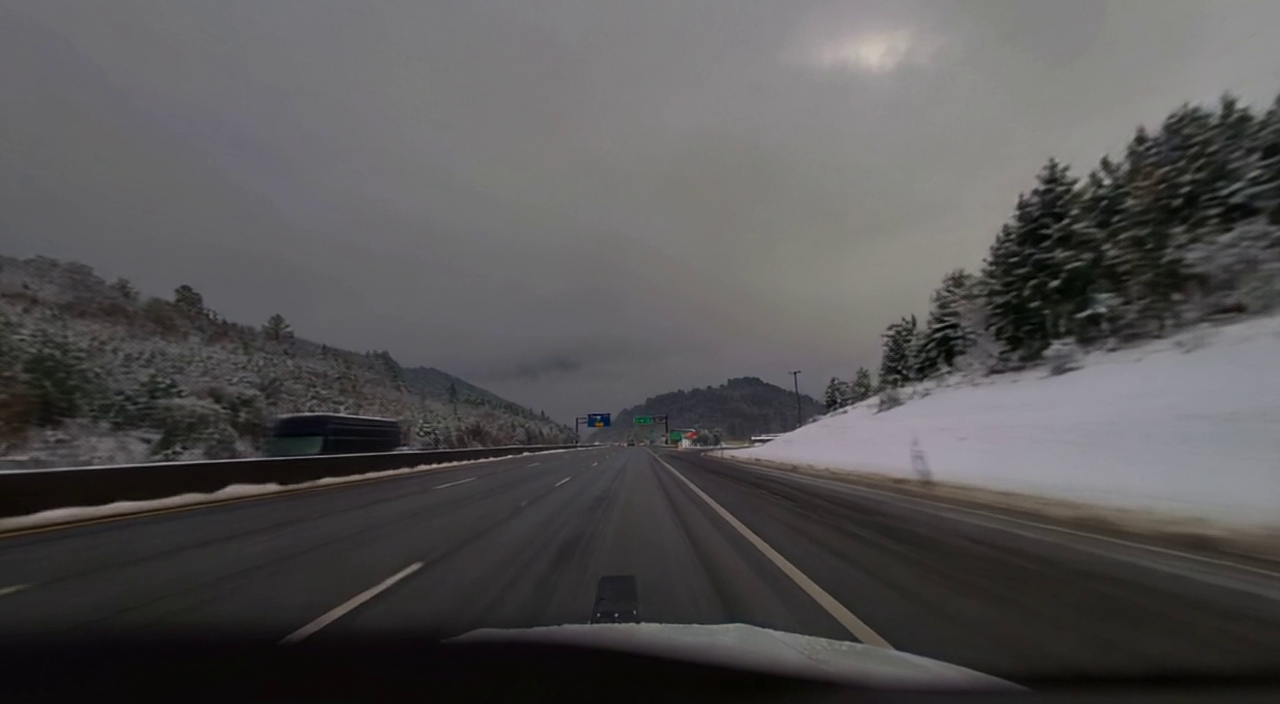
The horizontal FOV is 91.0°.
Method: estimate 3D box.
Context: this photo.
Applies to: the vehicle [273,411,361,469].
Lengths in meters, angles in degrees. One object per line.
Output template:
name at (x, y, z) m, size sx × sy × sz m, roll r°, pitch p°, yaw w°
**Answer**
vehicle at (-24.162, 6.610, 47.459) m, size 3.426 × 4.013 × 5.999 m, roll 0°, pitch -8°, yaw -1°
